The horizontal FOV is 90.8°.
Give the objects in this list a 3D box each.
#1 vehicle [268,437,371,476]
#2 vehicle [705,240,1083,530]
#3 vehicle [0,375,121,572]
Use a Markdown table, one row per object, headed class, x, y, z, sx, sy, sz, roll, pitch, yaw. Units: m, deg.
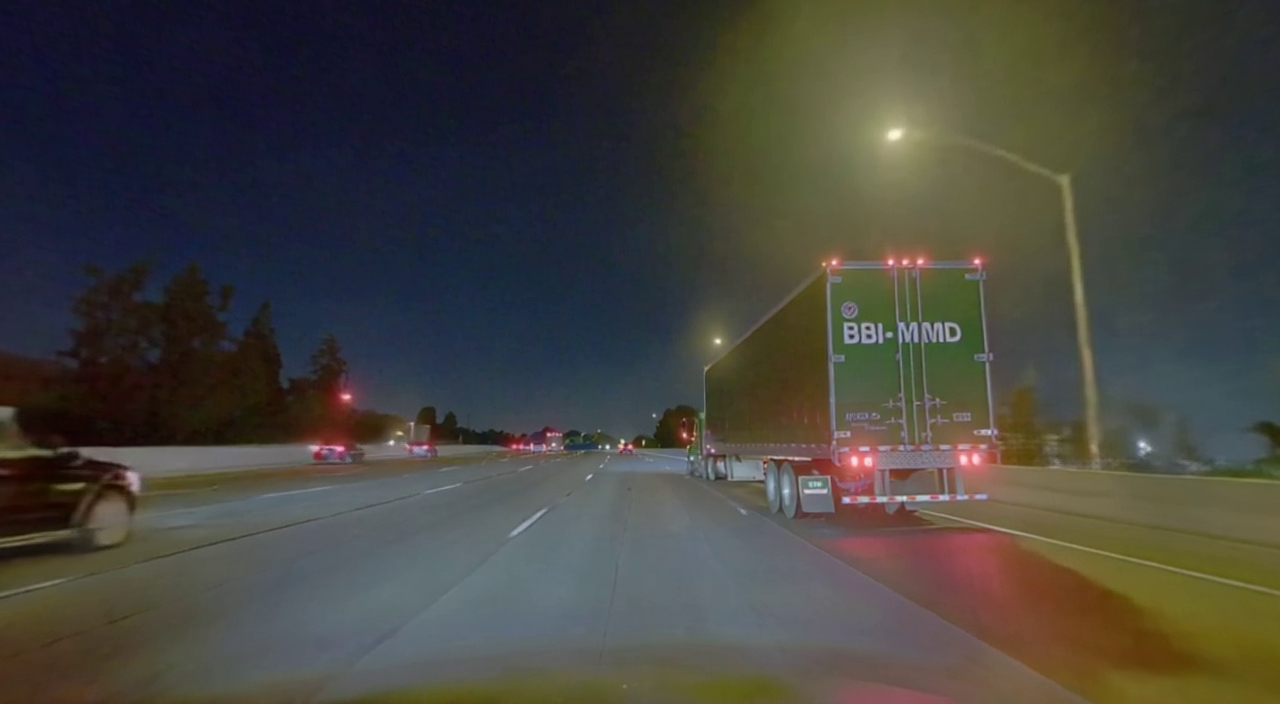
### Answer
| class | x | y | z | sx | sy | sz | roll | pitch | yaw |
| --- | --- | --- | --- | --- | --- | --- | --- | --- | --- |
| vehicle | -14.610 | 4.768 | 29.215 | 1.970 | 1.618 | 5.364 | 0 | -8 | 0 |
| vehicle | 4.153 | 1.492 | 16.051 | 2.891 | 3.944 | 15.051 | 0 | -8 | -2 |
| vehicle | -7.323 | 1.008 | 4.936 | 2.100 | 1.905 | 5.119 | 0 | -8 | 0 |
